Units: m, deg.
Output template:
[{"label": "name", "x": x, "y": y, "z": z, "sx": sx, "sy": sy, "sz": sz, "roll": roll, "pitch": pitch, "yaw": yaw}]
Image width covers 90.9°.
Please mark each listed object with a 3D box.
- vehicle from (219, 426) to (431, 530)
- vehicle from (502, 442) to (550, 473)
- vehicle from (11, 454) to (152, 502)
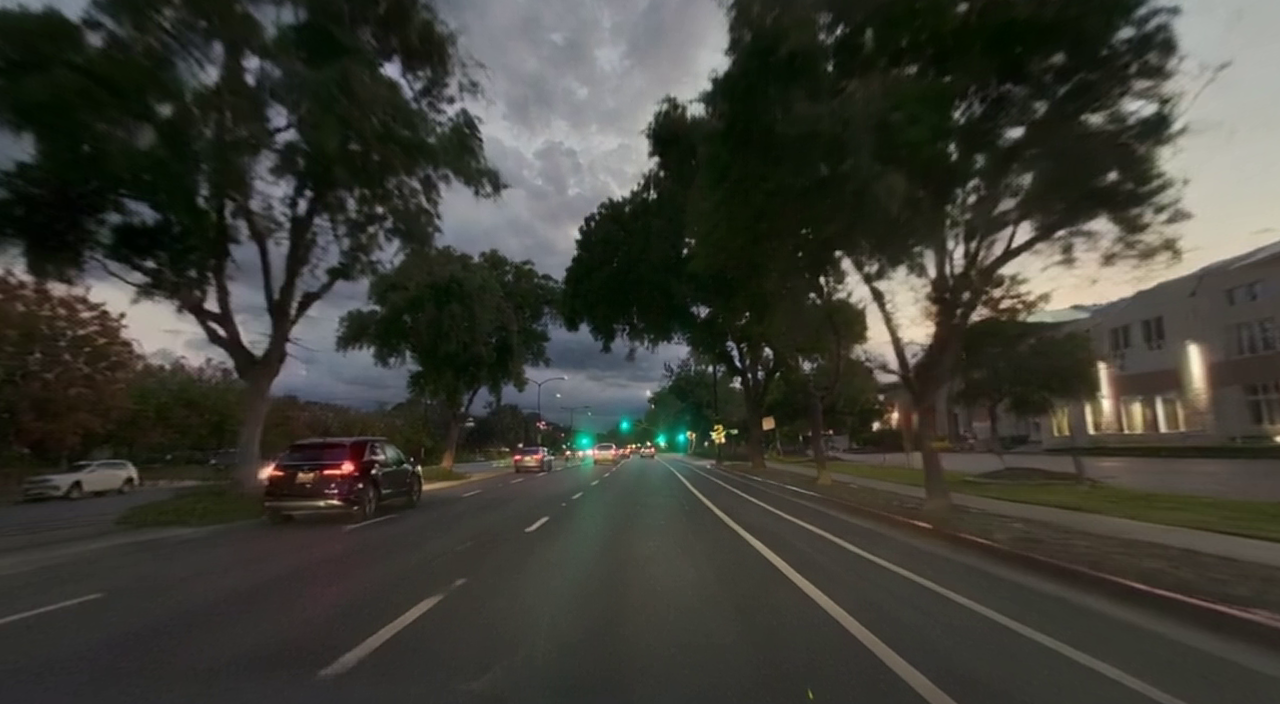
[{"label": "vehicle", "x": -6.173, "y": 2.507, "z": 13.102, "sx": 2.123, "sy": 1.761, "sz": 4.322, "roll": 0, "pitch": -9, "yaw": 0}, {"label": "vehicle", "x": -6.616, "y": 6.198, "z": 37.118, "sx": 1.985, "sy": 1.708, "sz": 4.310, "roll": 0, "pitch": -9, "yaw": 0}, {"label": "vehicle", "x": -25.295, "y": 5.697, "z": 28.861, "sx": 2.031, "sy": 1.862, "sz": 4.761, "roll": -1, "pitch": -8, "yaw": 1}]
